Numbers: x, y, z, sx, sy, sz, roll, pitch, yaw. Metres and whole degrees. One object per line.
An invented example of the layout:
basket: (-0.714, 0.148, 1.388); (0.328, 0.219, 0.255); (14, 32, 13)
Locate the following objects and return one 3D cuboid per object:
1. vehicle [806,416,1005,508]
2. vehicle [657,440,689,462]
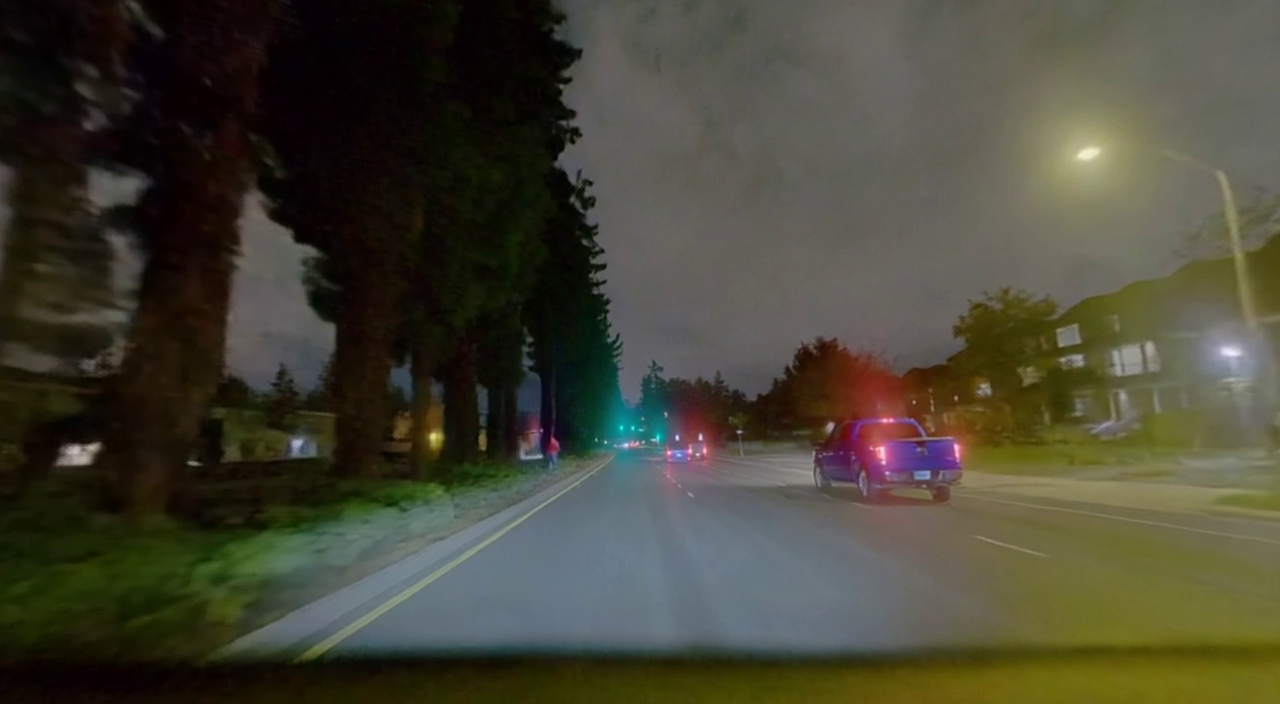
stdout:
vehicle: (5.953, 2.576, 15.206); (2.262, 1.769, 5.666); (0, -8, -1)
vehicle: (2.533, 7.684, 49.166); (2.061, 1.632, 4.222); (0, -8, -2)
